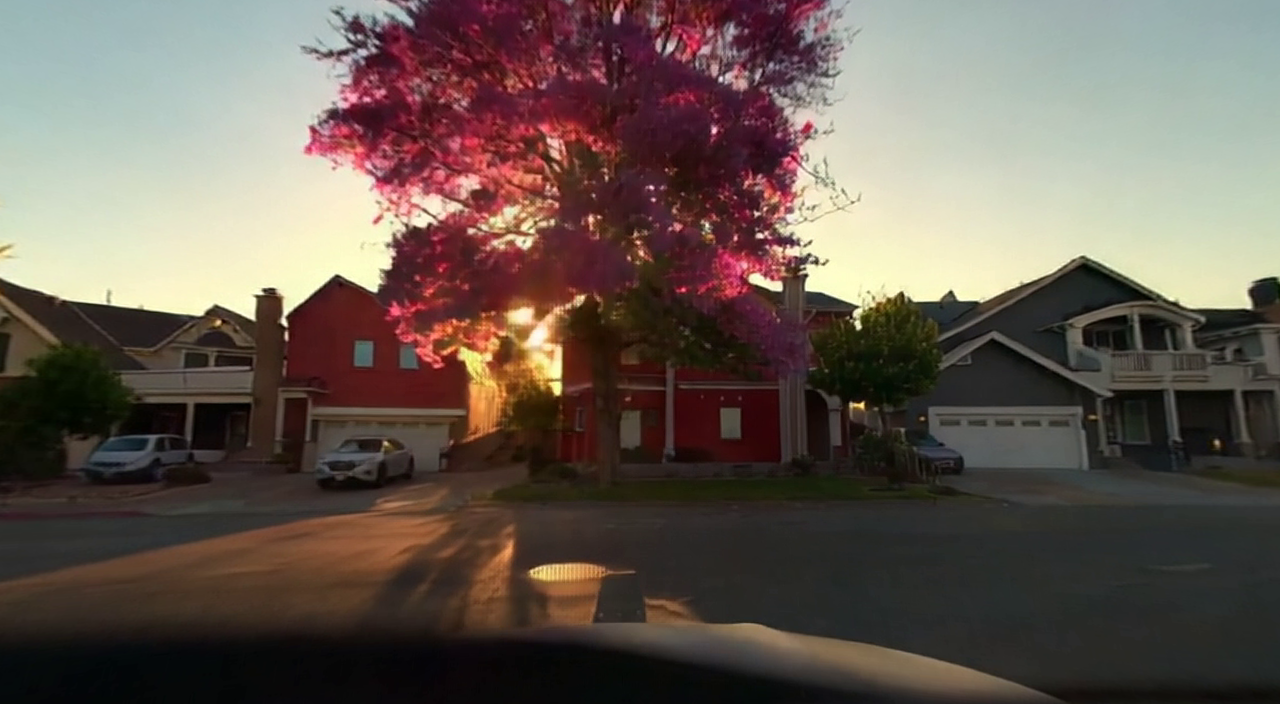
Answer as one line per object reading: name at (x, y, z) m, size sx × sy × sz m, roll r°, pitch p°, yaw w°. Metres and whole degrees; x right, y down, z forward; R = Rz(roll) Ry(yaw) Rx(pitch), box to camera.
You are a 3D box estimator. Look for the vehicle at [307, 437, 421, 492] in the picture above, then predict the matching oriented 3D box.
vehicle at (-8.329, 3.409, 19.473) m, size 1.968 × 1.491 × 4.486 m, roll 1°, pitch -9°, yaw -7°
